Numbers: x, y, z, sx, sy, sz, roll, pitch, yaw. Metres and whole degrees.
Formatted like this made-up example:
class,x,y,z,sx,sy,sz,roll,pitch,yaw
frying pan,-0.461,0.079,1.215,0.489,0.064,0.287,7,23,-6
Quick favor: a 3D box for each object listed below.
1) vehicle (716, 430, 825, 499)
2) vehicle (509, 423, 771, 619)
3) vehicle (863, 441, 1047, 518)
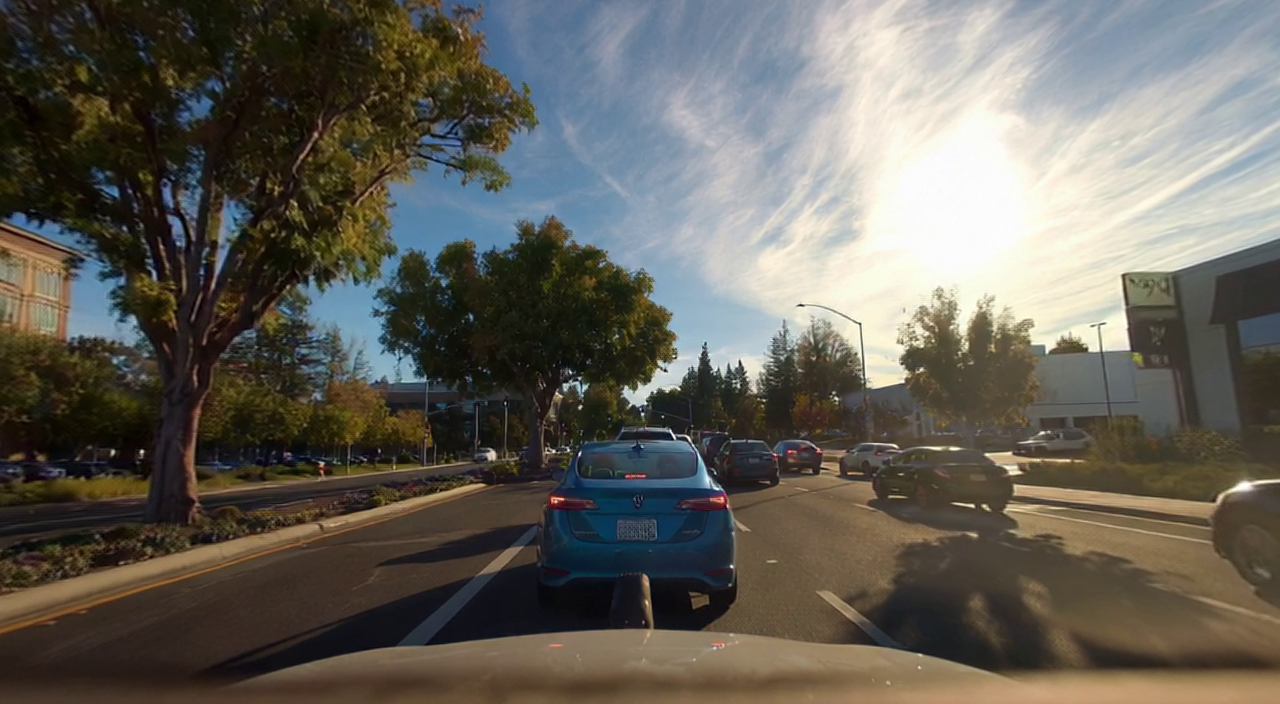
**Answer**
class,x,y,z,sx,sy,sz,roll,pitch,yaw
vehicle,3.607,3.200,18.424,2.114,1.736,4.553,0,-8,-1
vehicle,-0.024,1.600,7.014,1.977,1.465,4.376,0,-8,-1
vehicle,6.875,2.786,14.432,1.911,1.468,4.417,0,-8,0
